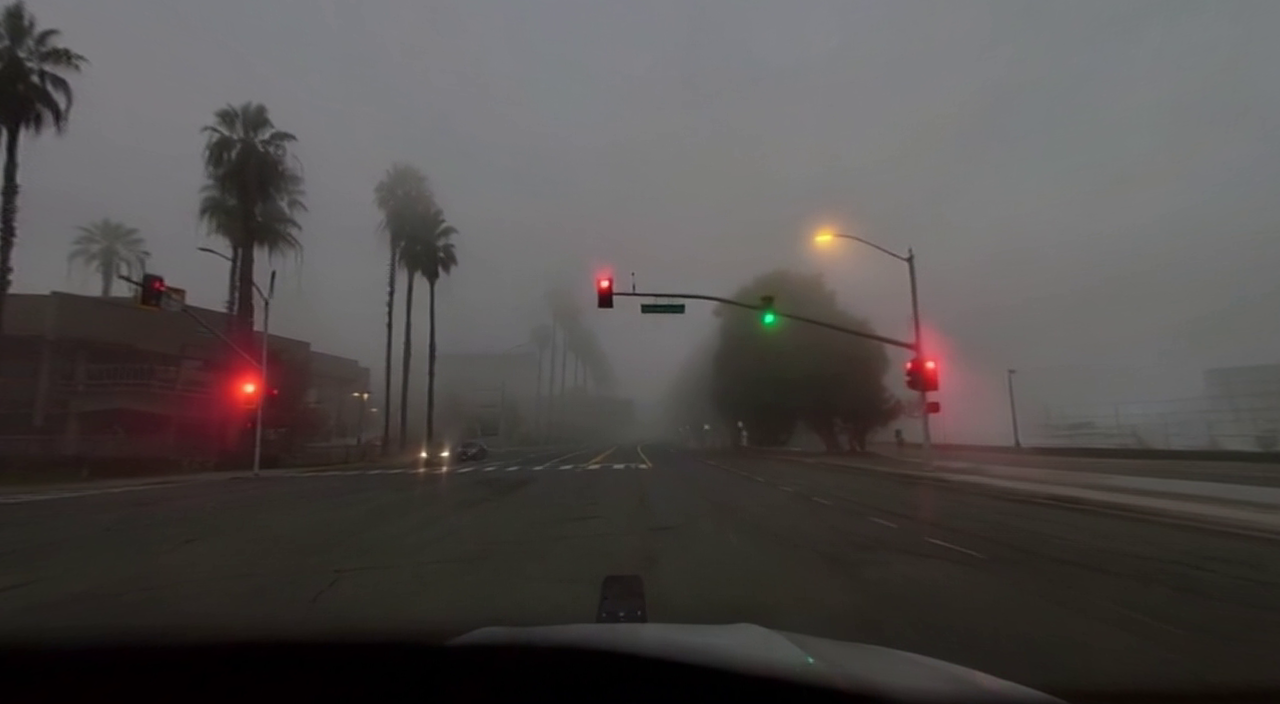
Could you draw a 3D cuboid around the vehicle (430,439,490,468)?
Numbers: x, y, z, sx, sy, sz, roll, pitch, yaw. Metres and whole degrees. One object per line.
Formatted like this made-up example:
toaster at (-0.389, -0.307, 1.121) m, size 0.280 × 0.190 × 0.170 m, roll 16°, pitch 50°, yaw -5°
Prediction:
vehicle at (-9.912, 5.599, 35.112) m, size 2.149 × 1.477 × 4.186 m, roll 0°, pitch -8°, yaw -1°
